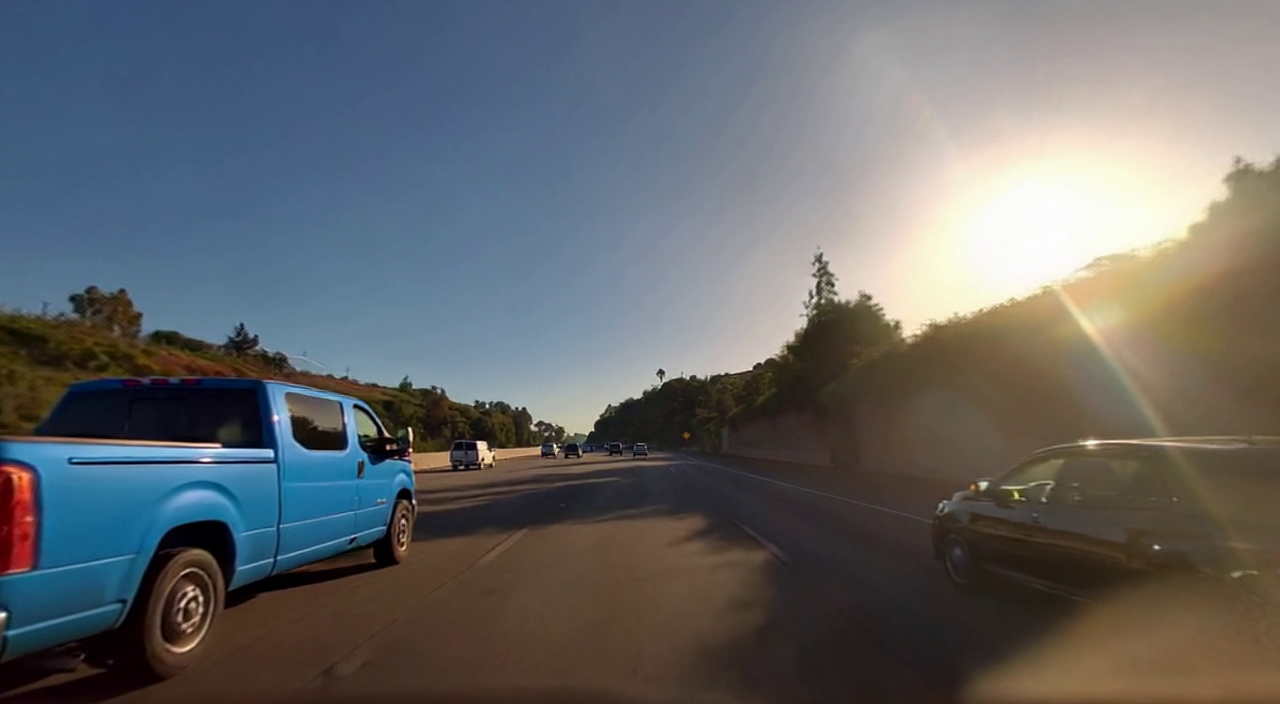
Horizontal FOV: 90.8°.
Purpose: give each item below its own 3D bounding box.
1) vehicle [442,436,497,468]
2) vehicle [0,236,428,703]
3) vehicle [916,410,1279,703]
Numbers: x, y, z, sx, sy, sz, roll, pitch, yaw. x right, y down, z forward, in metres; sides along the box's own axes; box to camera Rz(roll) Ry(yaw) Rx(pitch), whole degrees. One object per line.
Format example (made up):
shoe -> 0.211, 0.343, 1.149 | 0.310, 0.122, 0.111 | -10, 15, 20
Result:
vehicle -> -10.790, 6.359, 40.343 | 2.012, 1.875, 4.895 | 0, -9, 1
vehicle -> -3.600, 0.859, 3.816 | 2.483, 2.100, 6.208 | 0, -9, 0
vehicle -> 3.906, 1.220, 4.098 | 2.047, 1.524, 4.619 | 0, -9, -1
